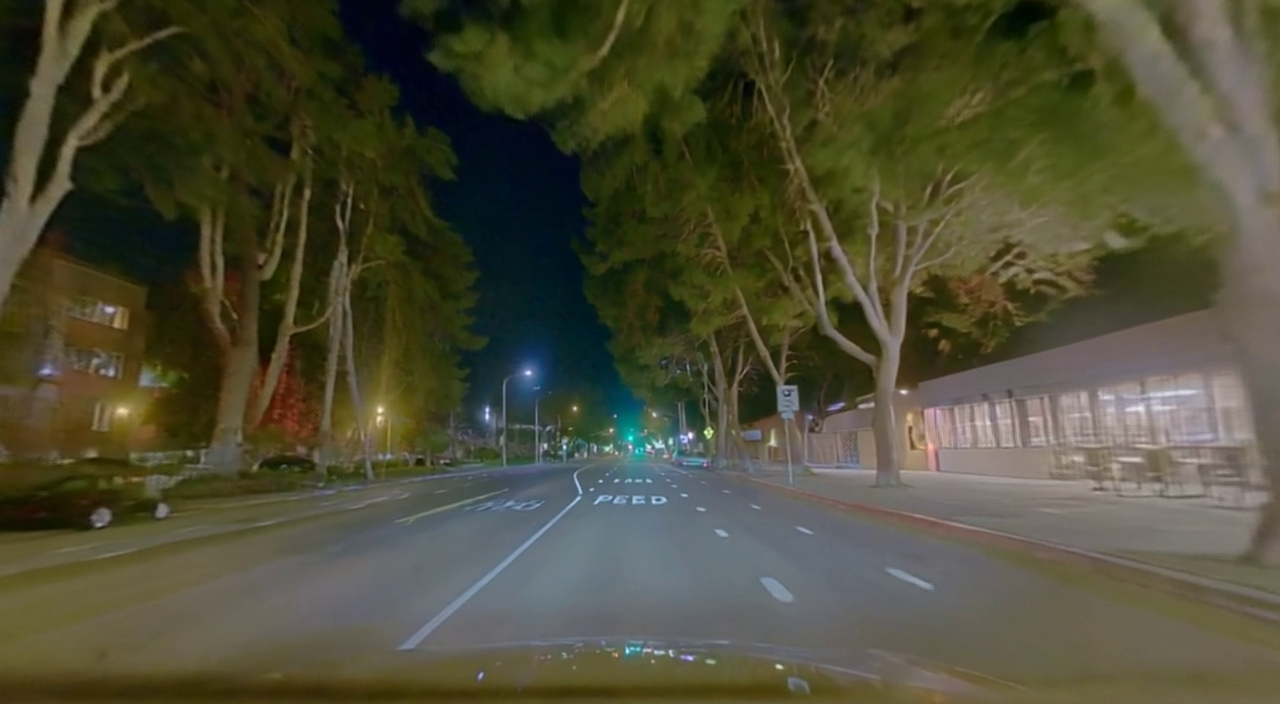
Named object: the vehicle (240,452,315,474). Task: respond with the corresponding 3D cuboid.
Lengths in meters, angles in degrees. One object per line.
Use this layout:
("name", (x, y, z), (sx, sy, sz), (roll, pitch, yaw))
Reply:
("vehicle", (-26.209, 8.058, 45.834), (4.402, 1.449, 1.880), (4, -8, -19))

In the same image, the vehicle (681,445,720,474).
("vehicle", (3.847, 6.906, 40.941), (1.957, 1.753, 4.413), (1, -8, -2))

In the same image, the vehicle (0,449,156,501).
("vehicle", (-20.055, 4.312, 22.585), (1.981, 1.510, 4.439), (1, -7, 0))
